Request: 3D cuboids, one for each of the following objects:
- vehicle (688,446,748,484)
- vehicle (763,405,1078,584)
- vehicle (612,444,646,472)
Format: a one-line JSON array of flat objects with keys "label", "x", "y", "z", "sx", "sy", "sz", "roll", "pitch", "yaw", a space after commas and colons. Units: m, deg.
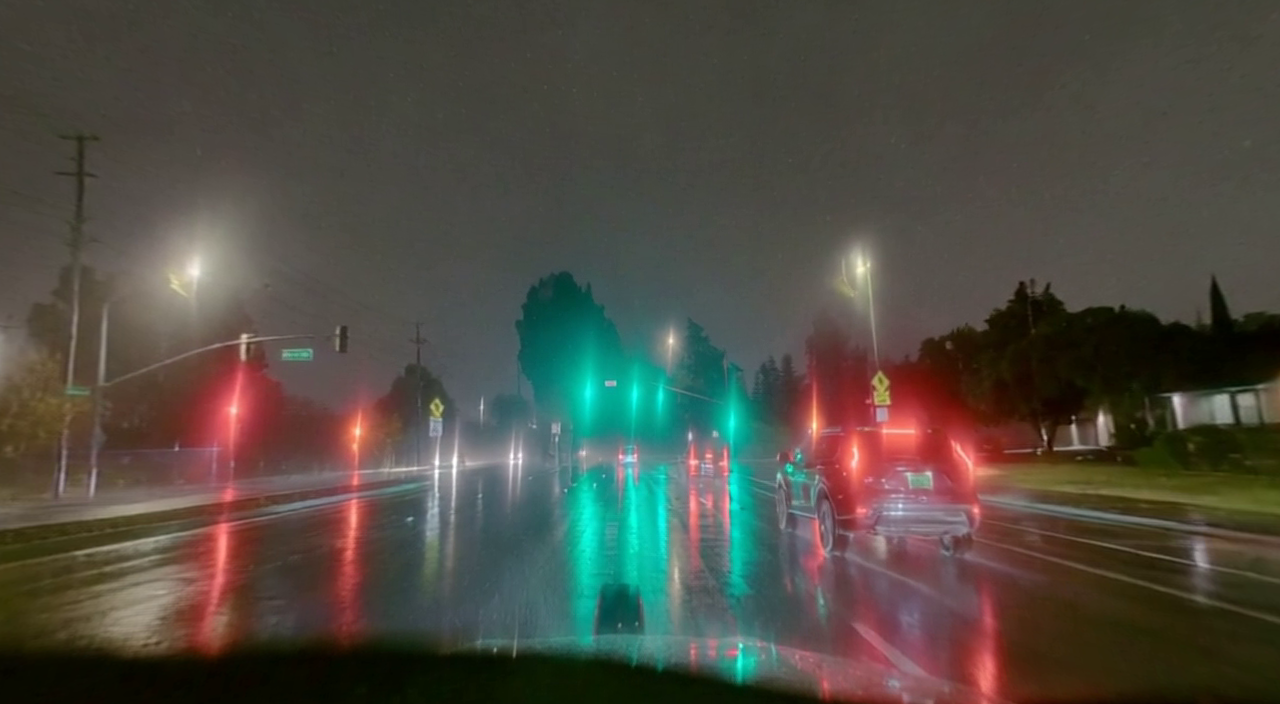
[{"label": "vehicle", "x": 3.124, "y": 4.636, "z": 26.119, "sx": 1.889, "sy": 1.451, "sz": 4.180, "roll": 0, "pitch": -9, "yaw": -1}, {"label": "vehicle", "x": 3.247, "y": 1.767, "z": 8.636, "sx": 2.129, "sy": 1.761, "sz": 4.610, "roll": 0, "pitch": -9, "yaw": -1}, {"label": "vehicle", "x": -0.767, "y": 7.003, "z": 41.781, "sx": 2.146, "sy": 1.685, "sz": 4.003, "roll": 0, "pitch": -9, "yaw": -2}]
